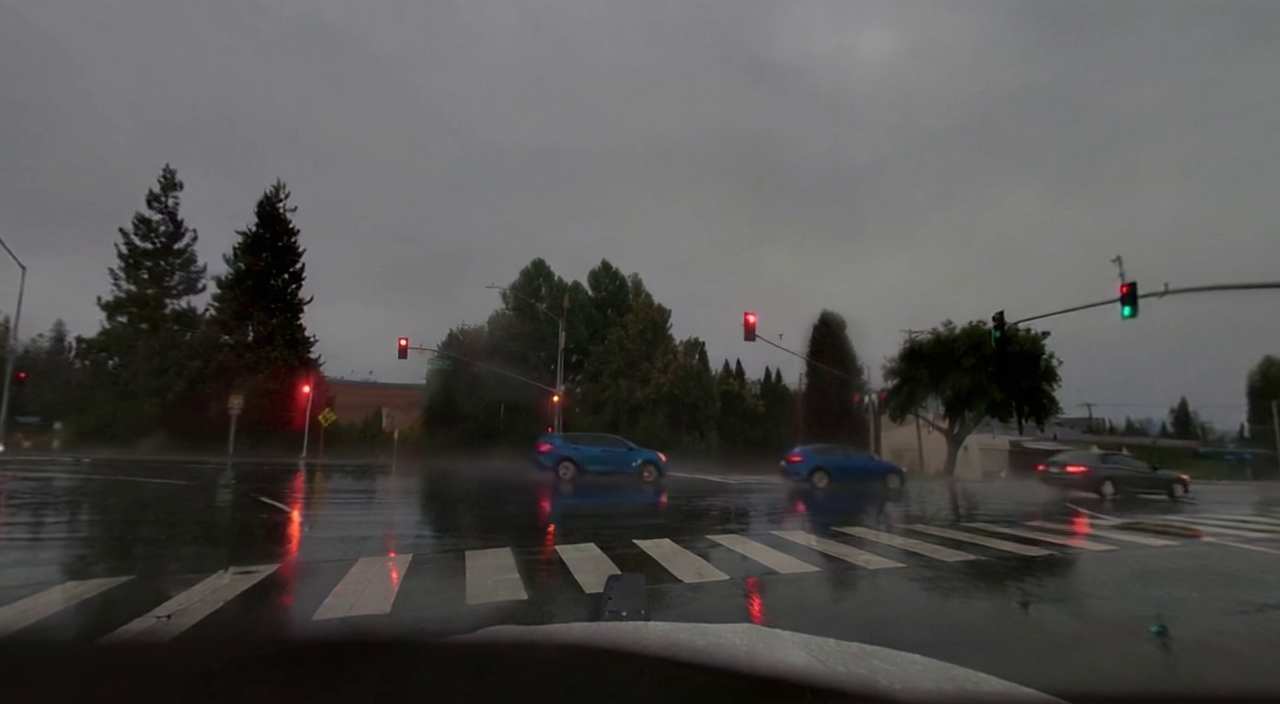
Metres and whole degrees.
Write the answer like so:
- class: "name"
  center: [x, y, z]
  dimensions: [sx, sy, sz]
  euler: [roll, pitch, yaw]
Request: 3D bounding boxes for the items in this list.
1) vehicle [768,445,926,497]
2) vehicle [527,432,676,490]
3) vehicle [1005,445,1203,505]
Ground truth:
- class: "vehicle"
  center: [6.565, 3.729, 20.099]
  dimensions: [4.475, 1.496, 1.861]
  euler: [3, -9, -17]
- class: "vehicle"
  center: [-1.336, 3.686, 21.582]
  dimensions: [4.708, 1.810, 1.986]
  euler: [3, -9, -18]
- class: "vehicle"
  center: [13.297, 3.460, 18.129]
  dimensions: [4.952, 1.511, 1.855]
  euler: [2, -9, -17]
